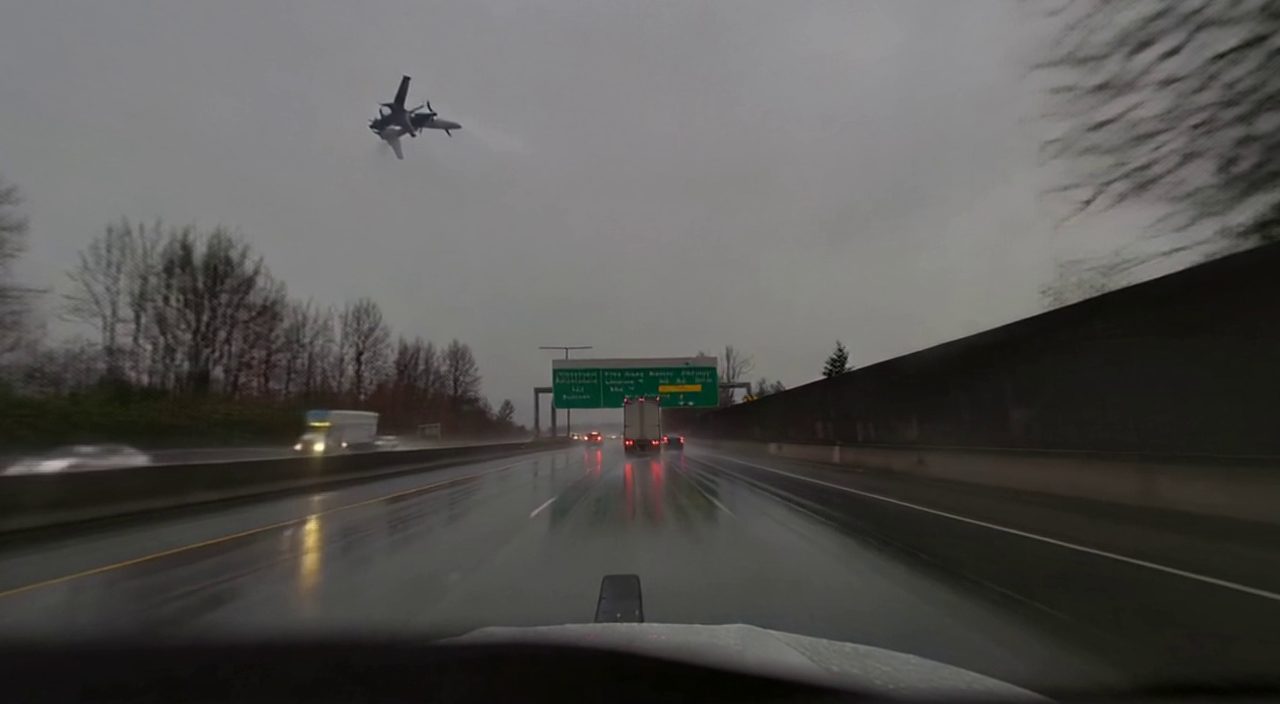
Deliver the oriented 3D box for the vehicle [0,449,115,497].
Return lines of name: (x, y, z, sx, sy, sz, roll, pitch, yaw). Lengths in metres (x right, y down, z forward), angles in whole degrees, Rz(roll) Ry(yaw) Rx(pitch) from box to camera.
vehicle: (-21.675, 4.269, 22.656, 1.824, 1.479, 4.192, 0, -8, 0)

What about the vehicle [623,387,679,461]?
vehicle: (0.394, 4.984, 41.908, 2.965, 3.972, 16.689, 0, -8, -1)
